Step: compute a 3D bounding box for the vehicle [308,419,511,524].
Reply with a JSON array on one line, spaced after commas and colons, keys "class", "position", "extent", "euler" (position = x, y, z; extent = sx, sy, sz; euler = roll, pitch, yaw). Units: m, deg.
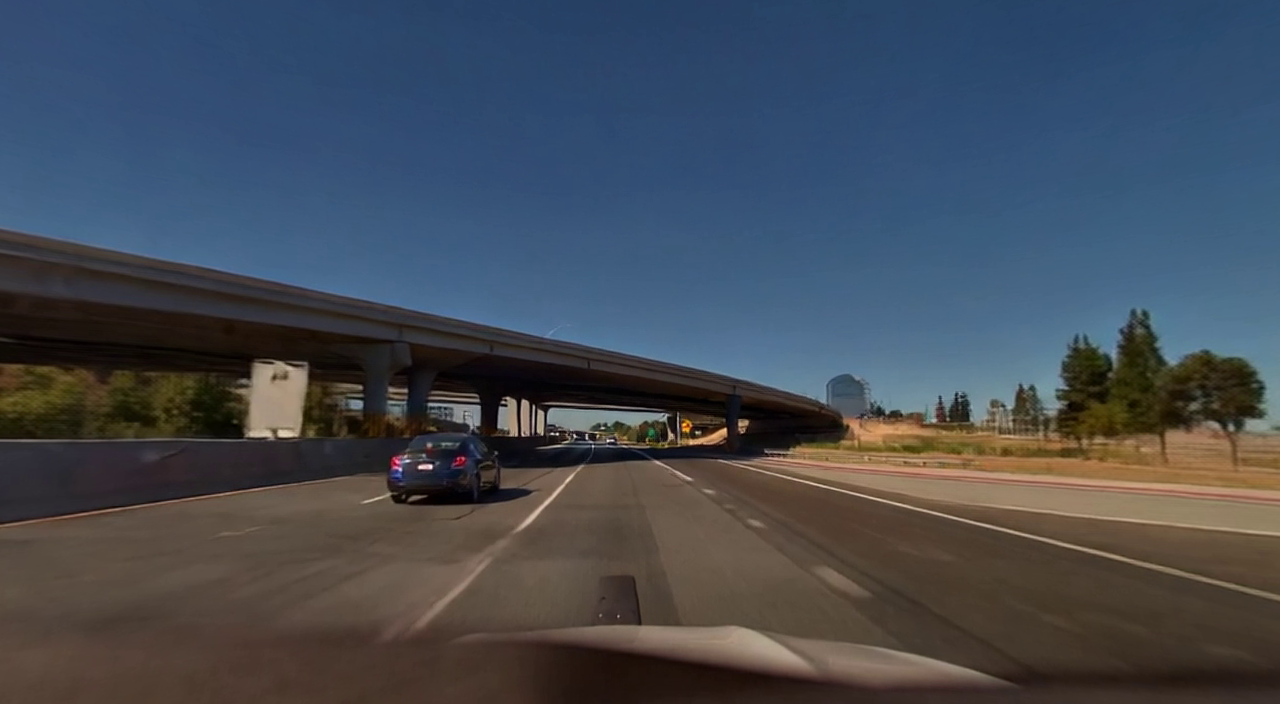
[{"class": "vehicle", "position": [-4.062, 2.183, 12.168], "extent": [2.123, 1.601, 4.887], "euler": [0, -8, -1]}]
